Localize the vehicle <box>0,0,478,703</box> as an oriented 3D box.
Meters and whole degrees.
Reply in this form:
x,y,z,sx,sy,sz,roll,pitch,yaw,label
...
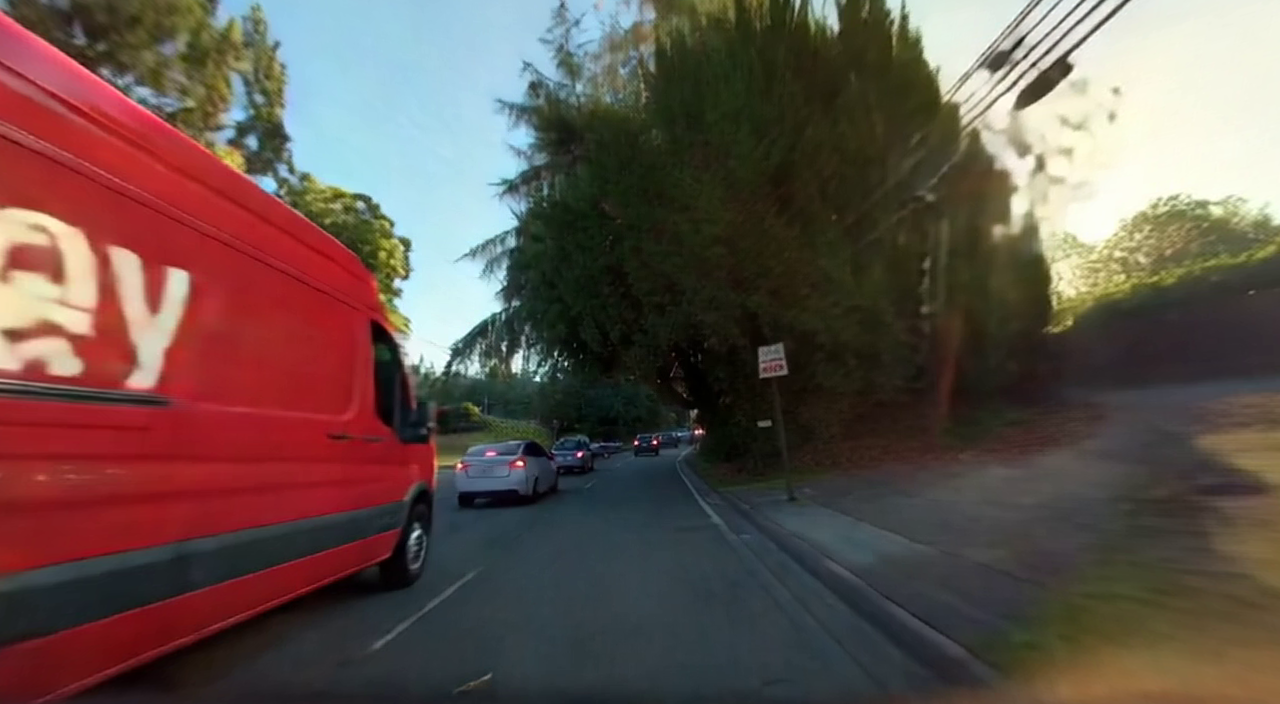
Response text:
x,y,z,sx,sy,sz,roll,pitch,yaw,label
-3.437,0.188,2.904,2.818,3.181,9.114,0,-8,1,vehicle

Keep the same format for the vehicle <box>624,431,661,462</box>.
x,y,z,sx,sy,sz,roll,pitch,yaw,label
0.231,6.061,40.436,2.241,1.912,4.095,0,-8,2,vehicle

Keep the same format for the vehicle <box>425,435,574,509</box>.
x,y,z,sx,sy,sz,roll,pitch,yaw,label
-3.106,2.788,15.247,2.260,1.465,4.972,-1,-8,3,vehicle
